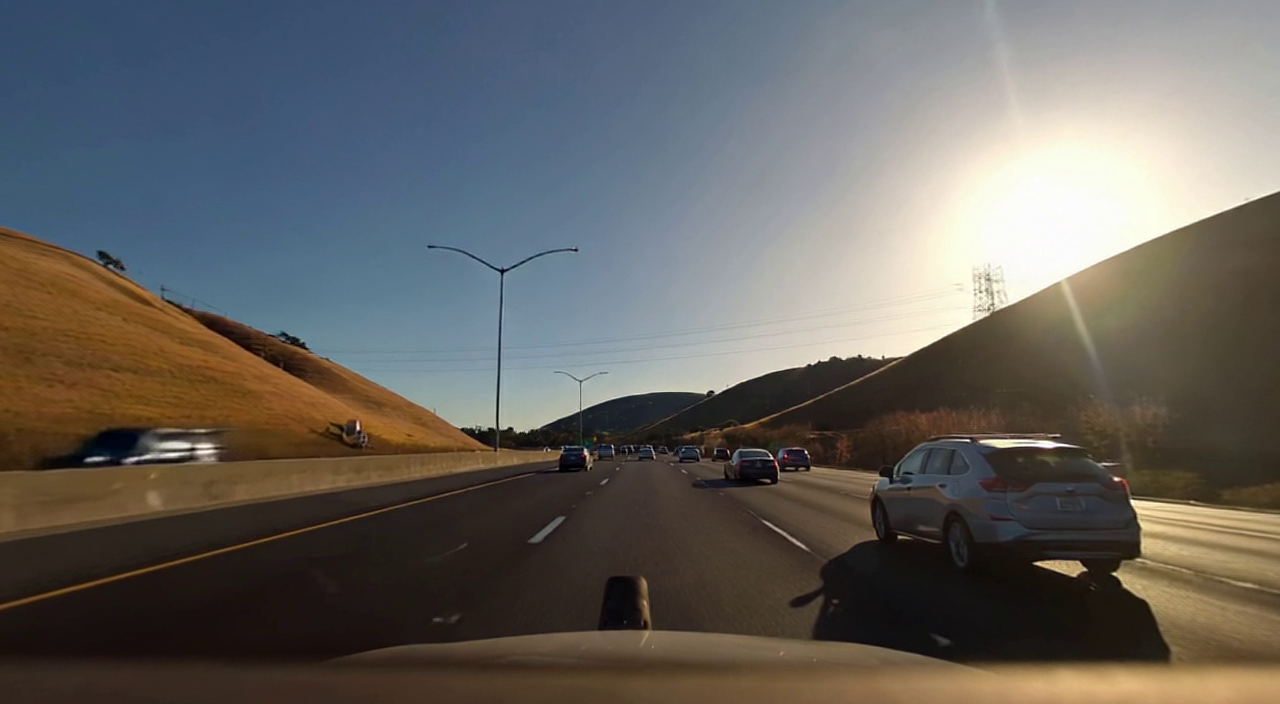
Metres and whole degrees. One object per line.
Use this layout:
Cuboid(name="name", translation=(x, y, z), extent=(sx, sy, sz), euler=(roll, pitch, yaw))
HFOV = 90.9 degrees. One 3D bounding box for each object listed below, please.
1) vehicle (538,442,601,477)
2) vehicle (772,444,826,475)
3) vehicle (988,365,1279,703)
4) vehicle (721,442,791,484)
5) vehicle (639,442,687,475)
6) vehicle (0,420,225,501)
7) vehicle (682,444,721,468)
Cuboid(name="vehicle", translation=(-3.068, 4.834, 28.506), extent=(2.232, 1.438, 4.163), euler=(-1, -8, 2))
Cuboid(name="vehicle", translation=(8.387, 5.675, 33.637), extent=(1.843, 1.505, 4.007), euler=(0, -8, 0))
Cuboid(name="vehicle", translation=(3.906, 0.900, 2.866), extent=(2.018, 1.670, 4.658), euler=(0, -8, 1))
Cuboid(name="vehicle", translation=(4.406, 4.262, 24.560), extent=(1.867, 1.465, 4.093), euler=(0, -8, -1))
Cuboid(name="vehicle", translation=(1.045, 5.167, 30.764), extent=(2.138, 1.473, 4.392), euler=(0, -8, 0))
Cuboid(name="vehicle", translation=(-14.089, 2.814, 16.731), extent=(2.147, 1.742, 5.739), euler=(-1, -8, 2))
Cuboid(name="vehicle", translation=(4.075, 6.928, 42.237), extent=(2.177, 1.453, 4.205), euler=(0, -8, 0))
